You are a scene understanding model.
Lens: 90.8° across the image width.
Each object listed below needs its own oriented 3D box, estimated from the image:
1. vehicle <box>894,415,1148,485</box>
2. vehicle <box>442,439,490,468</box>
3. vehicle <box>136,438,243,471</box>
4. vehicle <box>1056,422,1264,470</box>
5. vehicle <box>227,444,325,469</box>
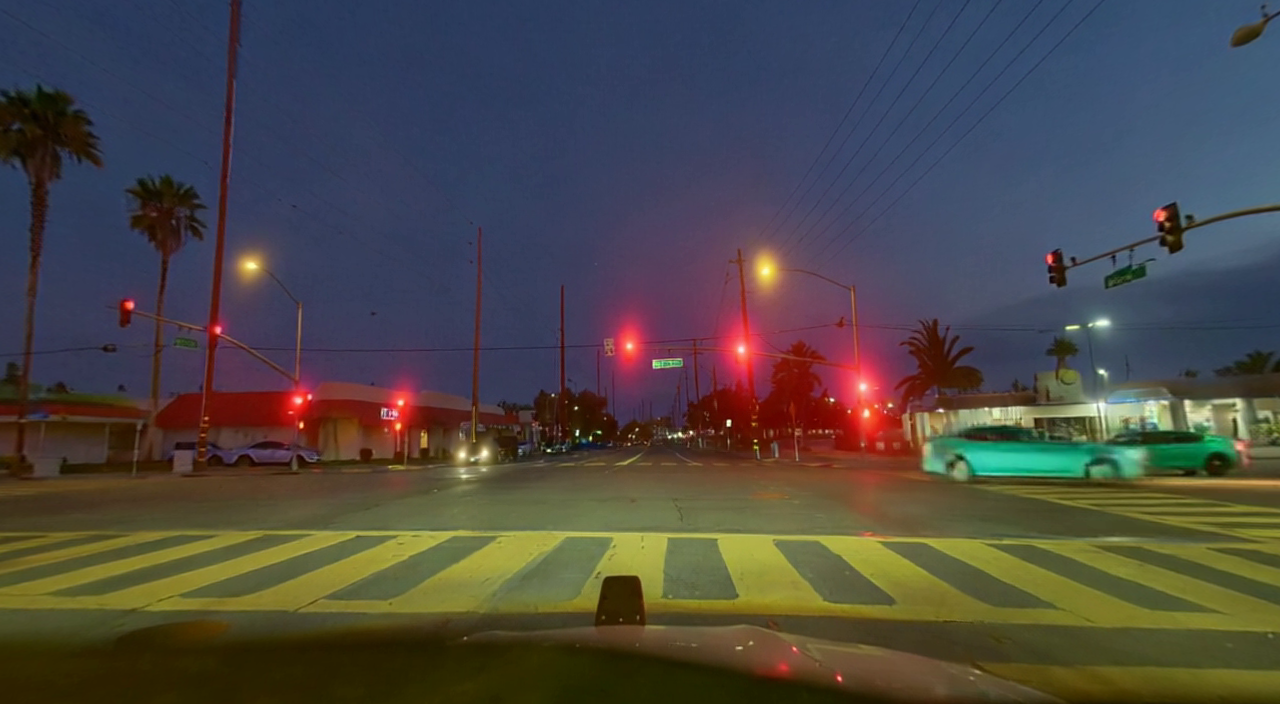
[{"bbox_3d":[9.406,2.468,15.963,5.094,1.490,2.223,-6,-10,34],"label":"vehicle"},{"bbox_3d":[-11.989,6.989,43.787,2.016,1.717,4.287,0,-6,1],"label":"vehicle"},{"bbox_3d":[-25.930,5.922,36.448,4.613,1.820,2.021,-1,-9,3],"label":"vehicle"},{"bbox_3d":[16.941,3.093,20.846,4.918,1.479,1.897,-1,-9,8],"label":"vehicle"},{"bbox_3d":[-22.330,6.425,38.843,4.849,1.444,1.881,0,-8,1],"label":"vehicle"}]
